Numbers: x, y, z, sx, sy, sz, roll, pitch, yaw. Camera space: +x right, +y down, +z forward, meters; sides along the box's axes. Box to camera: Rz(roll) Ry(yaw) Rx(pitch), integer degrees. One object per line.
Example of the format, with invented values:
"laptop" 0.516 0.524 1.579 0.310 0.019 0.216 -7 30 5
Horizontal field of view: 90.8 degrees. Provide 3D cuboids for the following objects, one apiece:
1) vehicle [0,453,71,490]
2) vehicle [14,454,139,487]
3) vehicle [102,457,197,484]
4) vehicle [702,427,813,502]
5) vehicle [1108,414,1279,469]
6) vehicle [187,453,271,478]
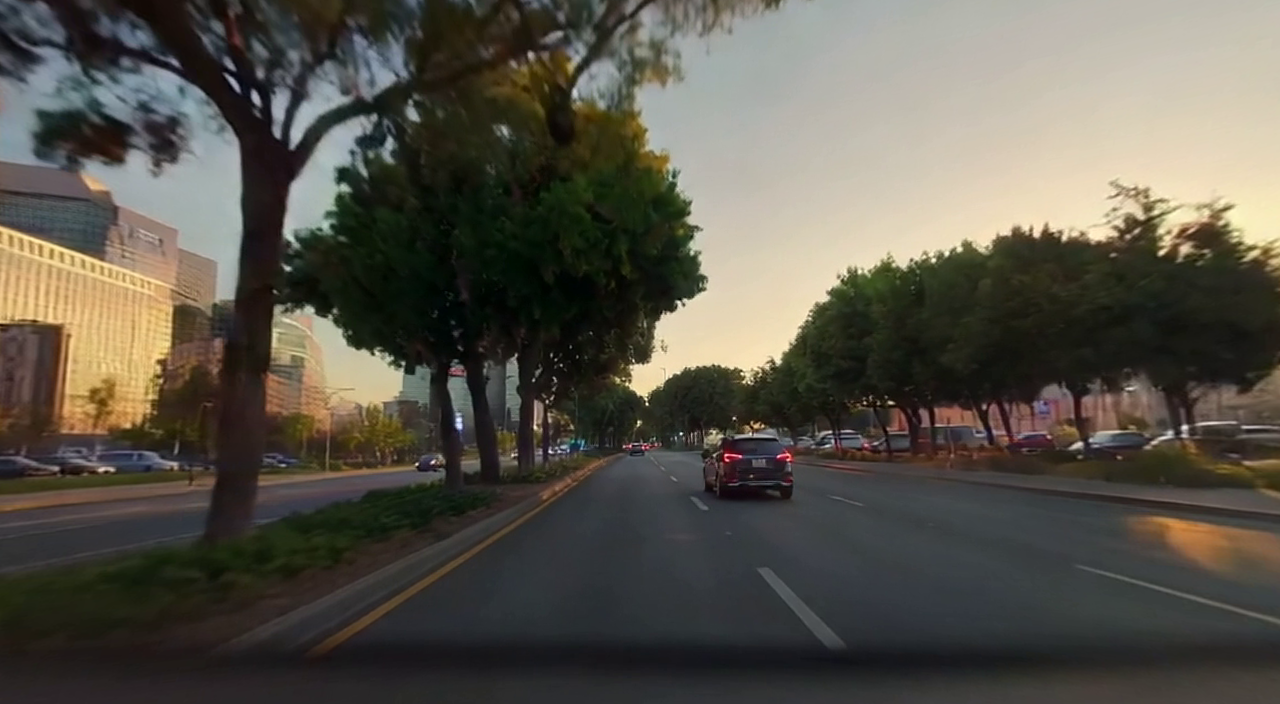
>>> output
"vehicle" -29.127 5.425 28.837 4.356 1.585 1.965 0 -8 2
"vehicle" -29.903 6.276 33.640 4.633 1.630 2.093 0 -8 0
"vehicle" -29.578 7.147 38.165 4.173 1.482 1.818 0 -8 1
"vehicle" 2.865 2.866 16.439 1.963 1.677 4.229 0 -8 -1
"vehicle" 19.673 3.124 21.920 4.975 1.786 2.223 -1 -8 3
"vehicle" -29.379 8.123 45.290 4.506 1.640 2.103 0 -8 0
